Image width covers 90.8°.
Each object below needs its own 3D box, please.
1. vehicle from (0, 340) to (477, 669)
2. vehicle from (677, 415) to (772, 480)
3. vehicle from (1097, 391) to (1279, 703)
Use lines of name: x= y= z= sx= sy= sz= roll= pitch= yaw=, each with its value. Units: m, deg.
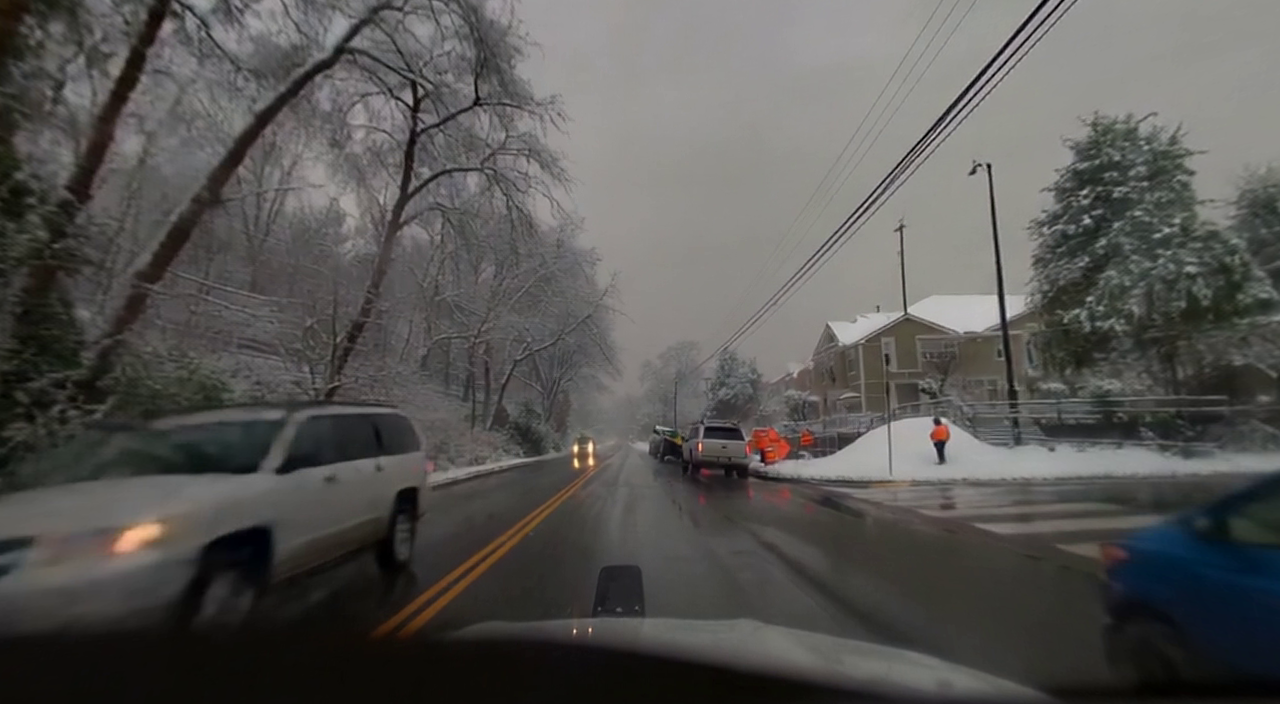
vehicle: x=-3.570 y=1.289 z=6.591 sx=2.358 sy=1.921 sz=5.675 roll=0 pitch=-8 yaw=-2
vehicle: x=2.935 y=3.588 z=23.845 sx=2.759 sy=2.114 sz=6.152 roll=0 pitch=-8 yaw=0
vehicle: x=3.134 y=0.632 z=0.415 sx=2.006 sy=1.482 sz=4.722 roll=0 pitch=-8 yaw=-2
